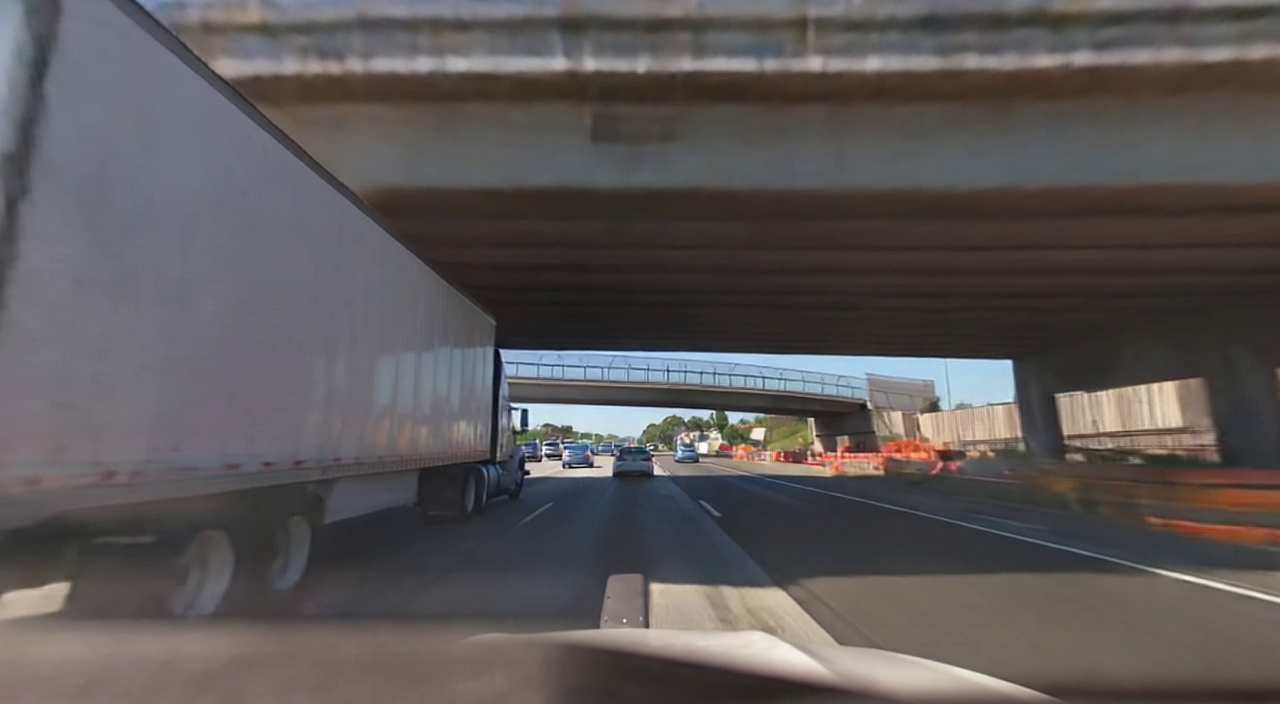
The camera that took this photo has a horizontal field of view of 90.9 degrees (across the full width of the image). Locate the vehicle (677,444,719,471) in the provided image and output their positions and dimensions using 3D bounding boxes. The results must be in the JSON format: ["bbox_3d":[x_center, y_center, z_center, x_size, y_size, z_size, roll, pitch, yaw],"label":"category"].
[{"bbox_3d":[3.322,6.096,36.752,2.003,1.465,4.092,0,-8,-1],"label":"vehicle"}]

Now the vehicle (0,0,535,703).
[{"bbox_3d":[-3.704,0.764,7.099,3.075,3.276,11.073,0,-8,0],"label":"vehicle"}]

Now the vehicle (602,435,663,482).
[{"bbox_3d":[-0.274,4.246,25.370,2.270,1.696,4.061,0,-8,0],"label":"vehicle"}]

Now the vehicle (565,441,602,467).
[{"bbox_3d":[-3.860,7.071,43.876,2.124,1.639,4.344,0,-8,1],"label":"vehicle"}]
